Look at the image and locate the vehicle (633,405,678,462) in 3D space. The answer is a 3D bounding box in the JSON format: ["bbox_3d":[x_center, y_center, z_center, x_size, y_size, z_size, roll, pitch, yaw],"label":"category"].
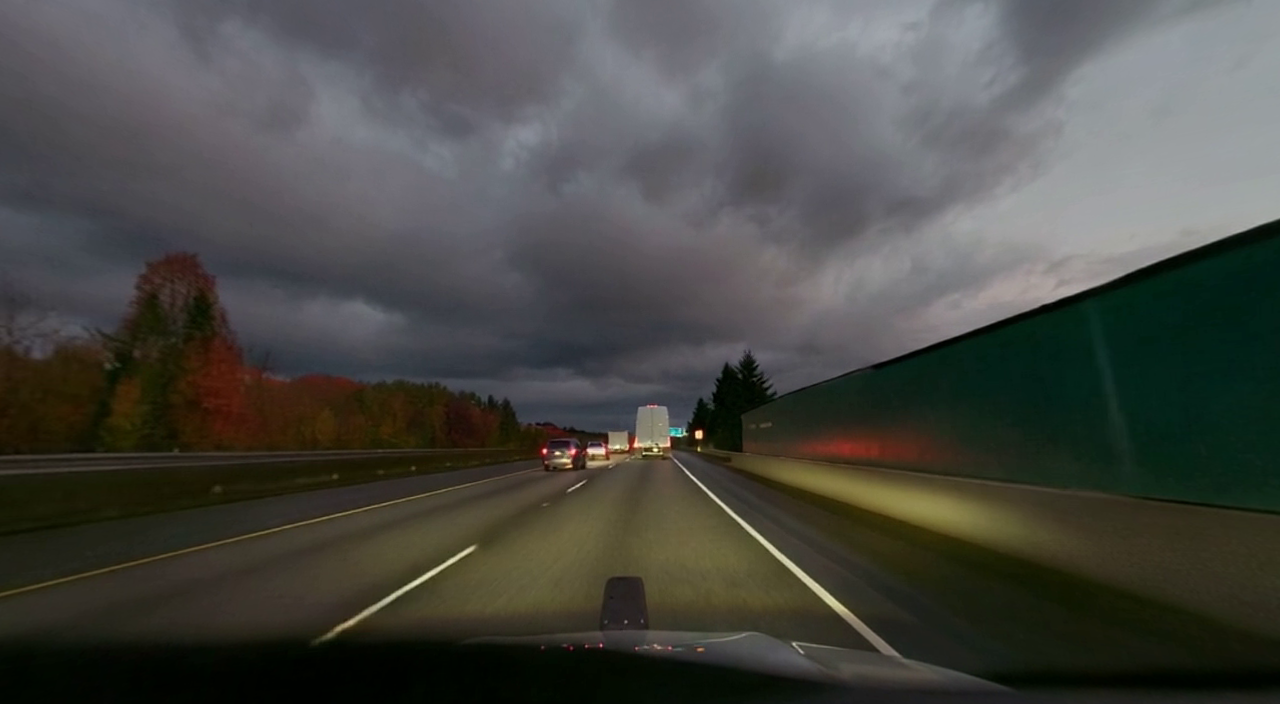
[{"bbox_3d":[1.090,6.031,46.327,2.933,3.701,10.425,0,-8,1],"label":"vehicle"}]

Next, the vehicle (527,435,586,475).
[{"bbox_3d":[-3.524,4.403,27.185,1.927,1.556,3.921,0,-8,1],"label":"vehicle"}]

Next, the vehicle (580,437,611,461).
[{"bbox_3d":[-3.138,6.962,45.273,1.962,1.575,4.158,0,-8,0],"label":"vehicle"}]
